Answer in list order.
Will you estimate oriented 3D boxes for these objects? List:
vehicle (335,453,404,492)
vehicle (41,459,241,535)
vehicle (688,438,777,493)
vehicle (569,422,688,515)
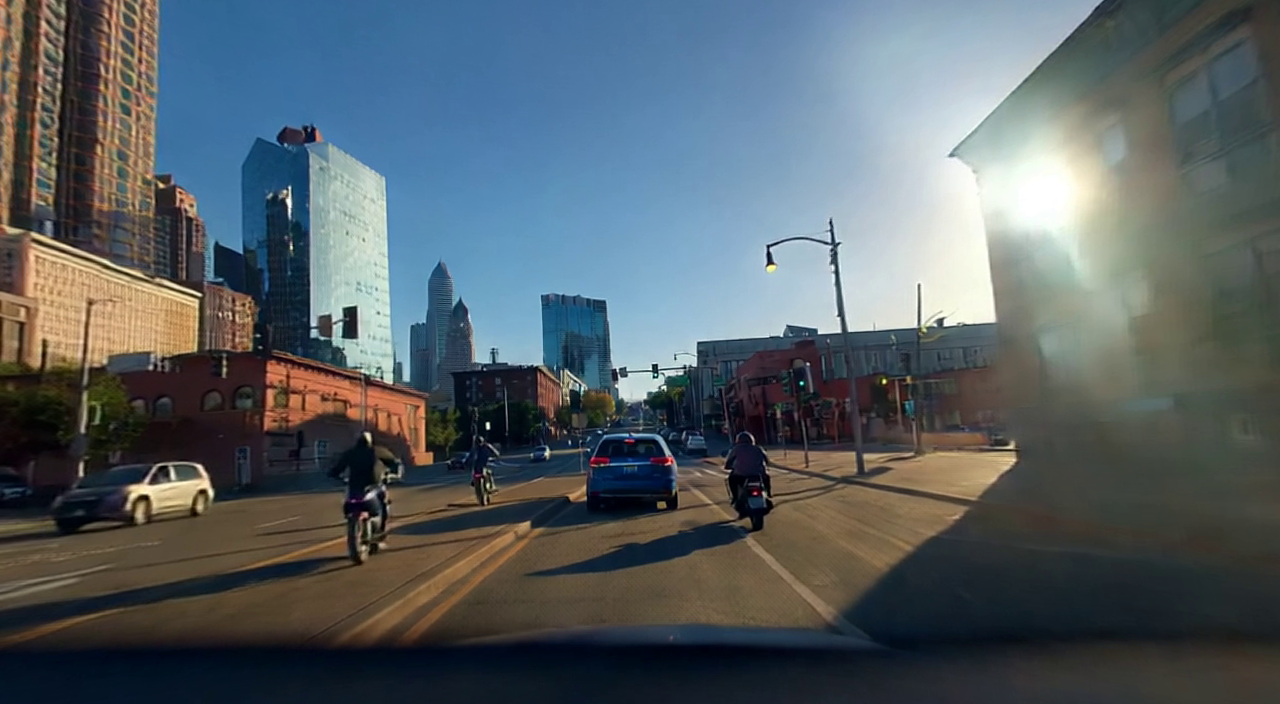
[{"bbox_3d":[-13.747,6.124,32.364,1.871,1.786,4.386,0,-9,-4],"label":"vehicle"},{"bbox_3d":[-13.706,3.953,17.805,1.926,1.732,4.635,0,-9,-2],"label":"vehicle"},{"bbox_3d":[2.719,3.468,19.606,2.101,1.507,4.355,0,-9,0],"label":"vehicle"},{"bbox_3d":[-0.201,2.531,14.138,2.265,1.748,4.130,0,-9,0],"label":"vehicle"}]
